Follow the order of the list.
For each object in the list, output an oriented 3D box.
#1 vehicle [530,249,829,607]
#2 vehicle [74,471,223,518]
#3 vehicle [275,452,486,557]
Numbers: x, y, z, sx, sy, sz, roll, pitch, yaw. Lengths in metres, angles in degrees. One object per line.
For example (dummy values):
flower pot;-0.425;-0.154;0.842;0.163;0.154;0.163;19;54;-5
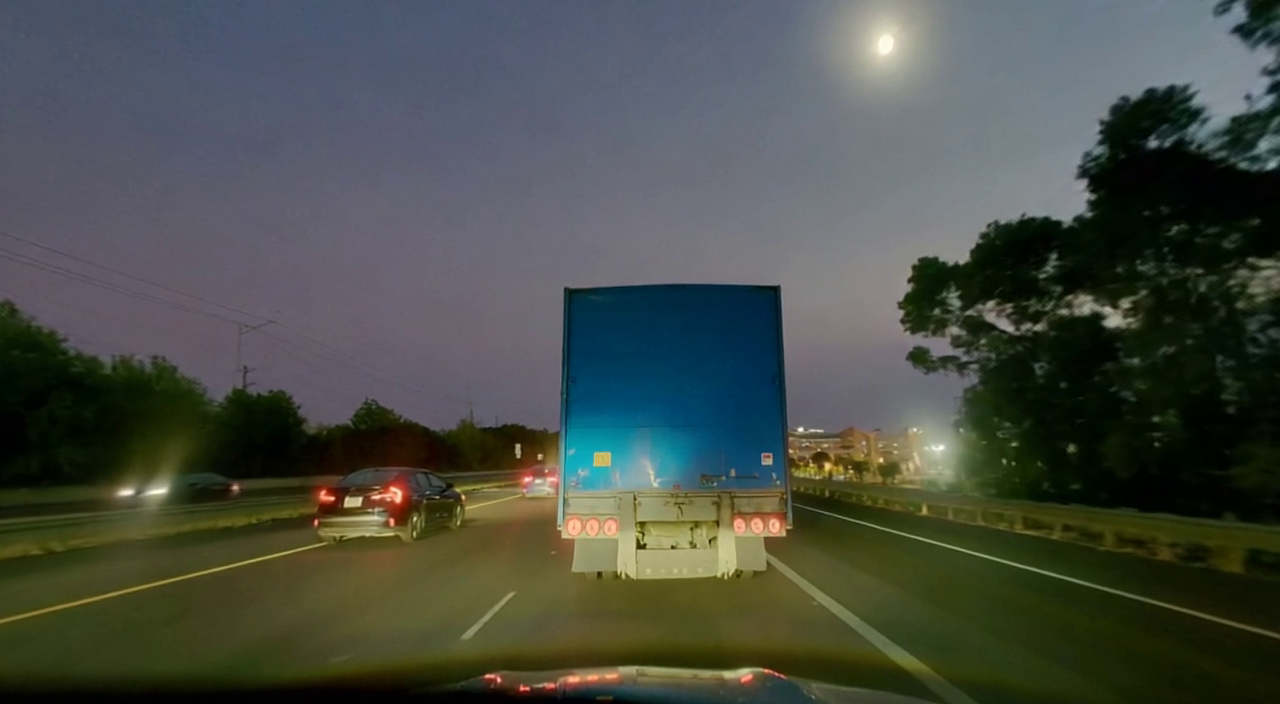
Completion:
vehicle;0.567;1.455;10.564;2.831;3.529;8.689;0;-11;3
vehicle;-17.830;5.168;23.188;1.815;1.486;4.458;0;-11;1
vehicle;-4.285;2.618;11.339;1.891;1.469;4.431;1;-11;0
